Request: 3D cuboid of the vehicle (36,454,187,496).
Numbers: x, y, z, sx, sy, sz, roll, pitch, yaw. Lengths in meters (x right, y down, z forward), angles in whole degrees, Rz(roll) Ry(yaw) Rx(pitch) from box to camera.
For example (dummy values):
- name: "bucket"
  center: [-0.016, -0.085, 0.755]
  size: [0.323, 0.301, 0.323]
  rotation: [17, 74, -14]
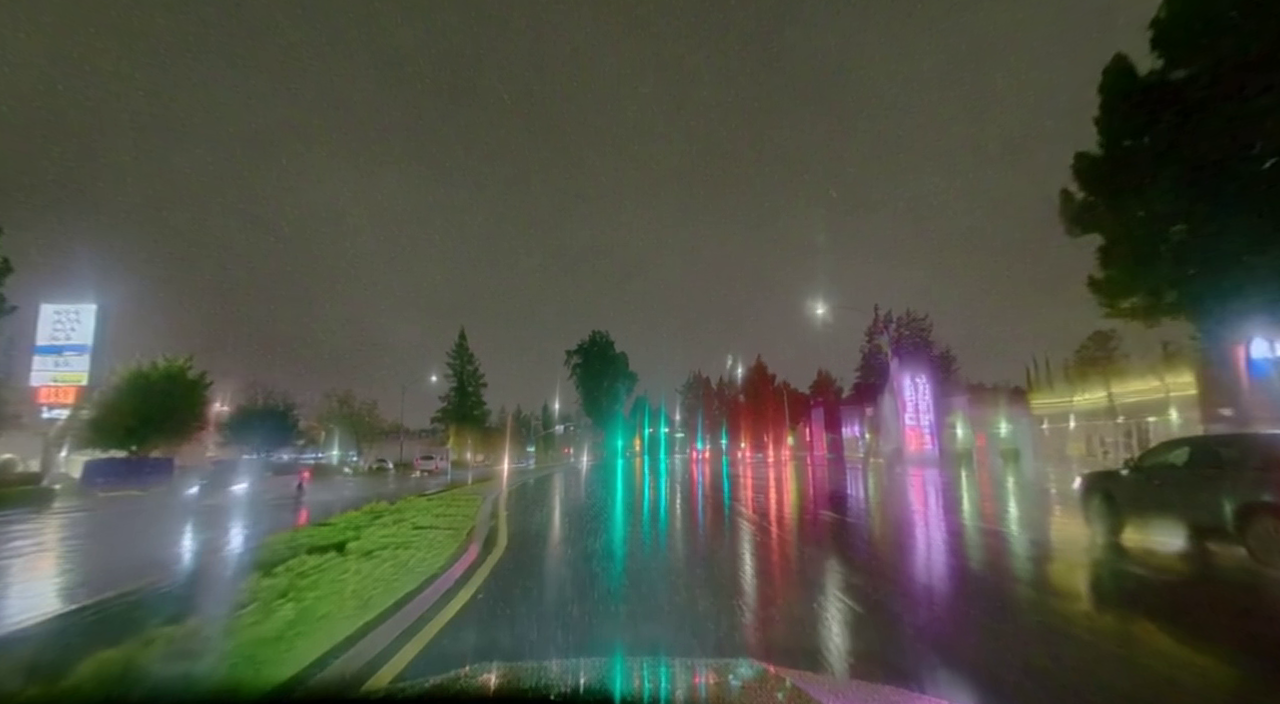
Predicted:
- name: "vehicle"
  center: [-27.333, 6.367, 33.029]
  size: [5.702, 1.985, 2.175]
  rotation: [7, -12, -34]

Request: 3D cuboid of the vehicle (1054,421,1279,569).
- name: "vehicle"
  center: [7.370, 1.605, 7.553]
  size: [1.936, 1.460, 4.258]
  rotation: [-1, -8, 0]

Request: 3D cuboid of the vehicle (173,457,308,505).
- name: "vehicle"
  center: [-14.668, 4.734, 23.581]
  size: [2.001, 1.485, 4.469]
  rotation: [-1, -8, 2]
